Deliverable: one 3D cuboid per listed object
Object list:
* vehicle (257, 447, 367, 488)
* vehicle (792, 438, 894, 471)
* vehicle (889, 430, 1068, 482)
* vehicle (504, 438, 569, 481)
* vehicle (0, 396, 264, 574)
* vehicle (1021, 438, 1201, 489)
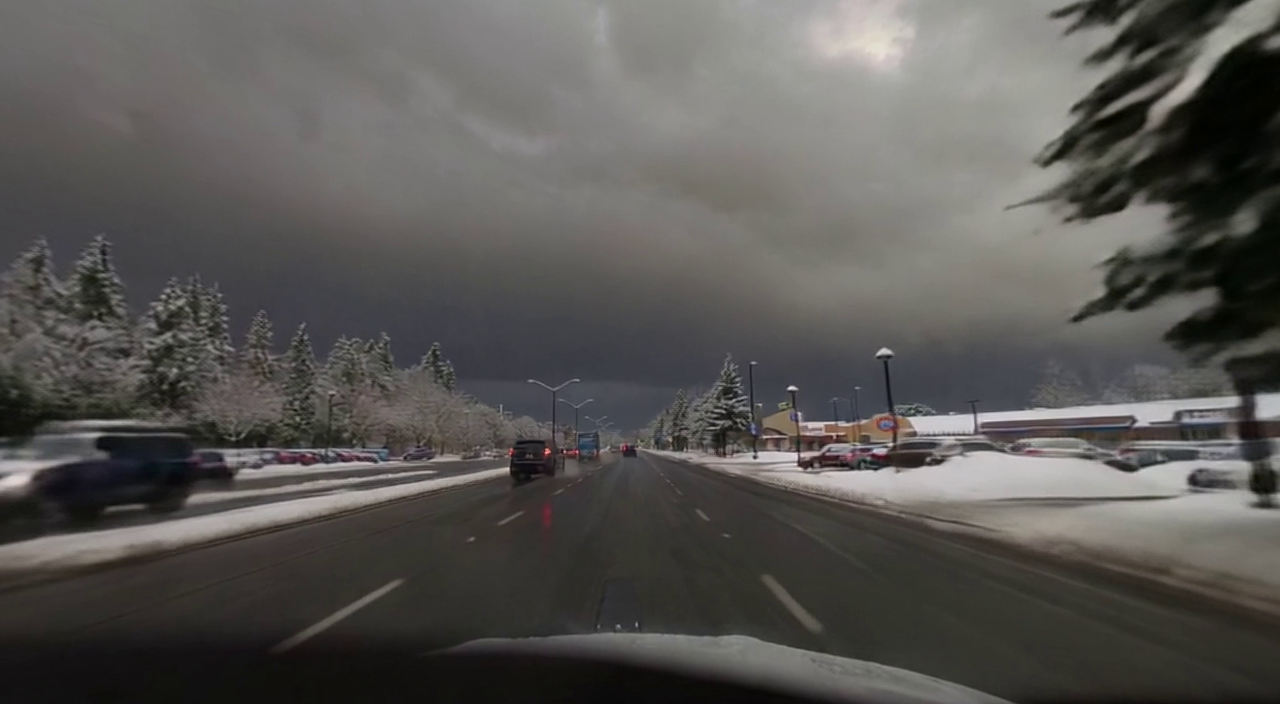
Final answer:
[{"bbox_3d":[-13.162,4.637,25.643,1.955,1.496,4.661,0,-9,0],"label":"vehicle"},{"bbox_3d":[12.408,6.293,38.657,5.500,1.749,2.057,-1,-9,-3],"label":"vehicle"},{"bbox_3d":[12.406,3.856,23.547,5.426,1.811,2.193,-2,-9,15],"label":"vehicle"},{"bbox_3d":[-4.366,4.601,27.176,2.109,1.672,4.256,0,-9,0],"label":"vehicle"},{"bbox_3d":[-7.591,1.816,9.333,2.123,1.864,5.553,1,-9,-17],"label":"vehicle"},{"bbox_3d":[18.761,4.465,25.303,5.420,1.818,2.046,-2,-9,2],"label":"vehicle"}]
